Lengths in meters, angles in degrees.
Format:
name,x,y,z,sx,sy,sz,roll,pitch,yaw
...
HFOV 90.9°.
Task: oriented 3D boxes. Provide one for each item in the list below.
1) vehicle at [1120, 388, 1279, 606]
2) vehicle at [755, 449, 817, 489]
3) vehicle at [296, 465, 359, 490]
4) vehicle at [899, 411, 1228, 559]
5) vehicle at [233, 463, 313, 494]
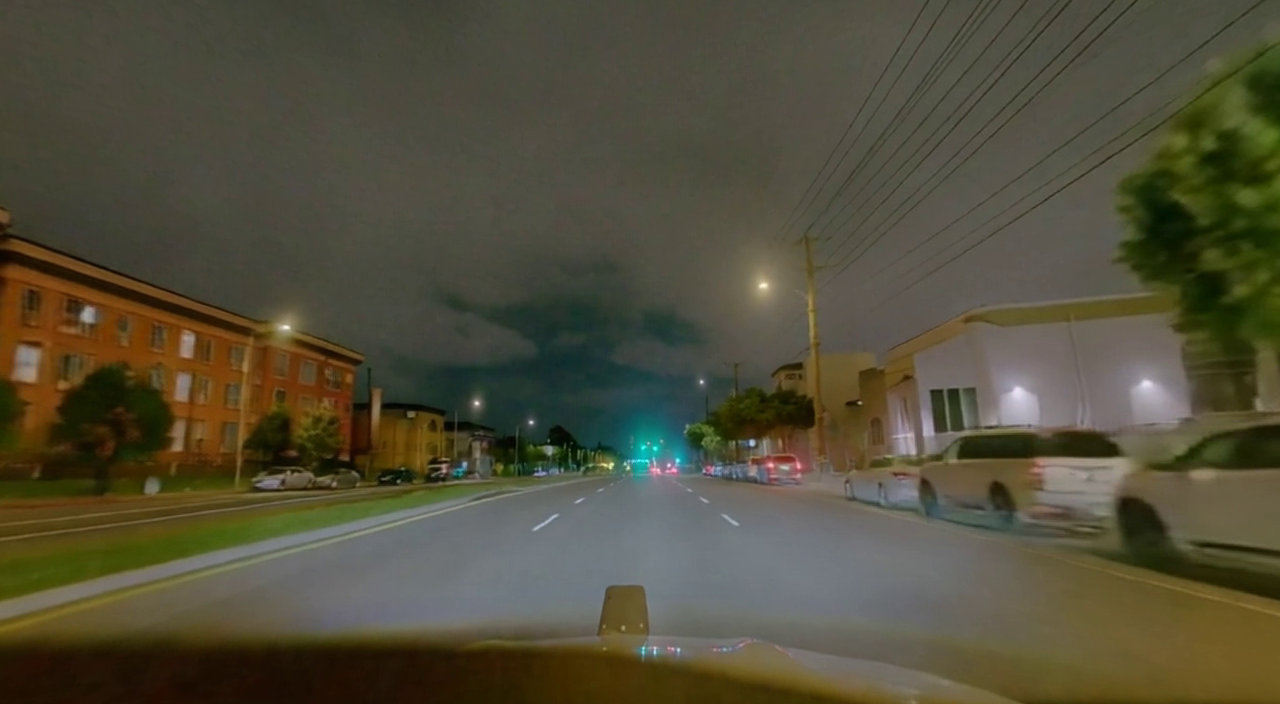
name,x,y,z,sx,sy,sz,roll,pitch,yaw
vehicle,6.728,1.179,4.868,2.148,1.904,4.910,0,-8,0
vehicle,7.198,5.768,31.539,1.998,1.819,4.621,0,-8,1
vehicle,-22.048,8.868,44.678,1.921,1.508,4.738,0,-8,1
vehicle,6.701,2.148,11.012,2.163,1.949,5.158,0,-8,0
vehicle,-22.215,7.669,38.373,1.966,1.595,4.719,0,-8,1
